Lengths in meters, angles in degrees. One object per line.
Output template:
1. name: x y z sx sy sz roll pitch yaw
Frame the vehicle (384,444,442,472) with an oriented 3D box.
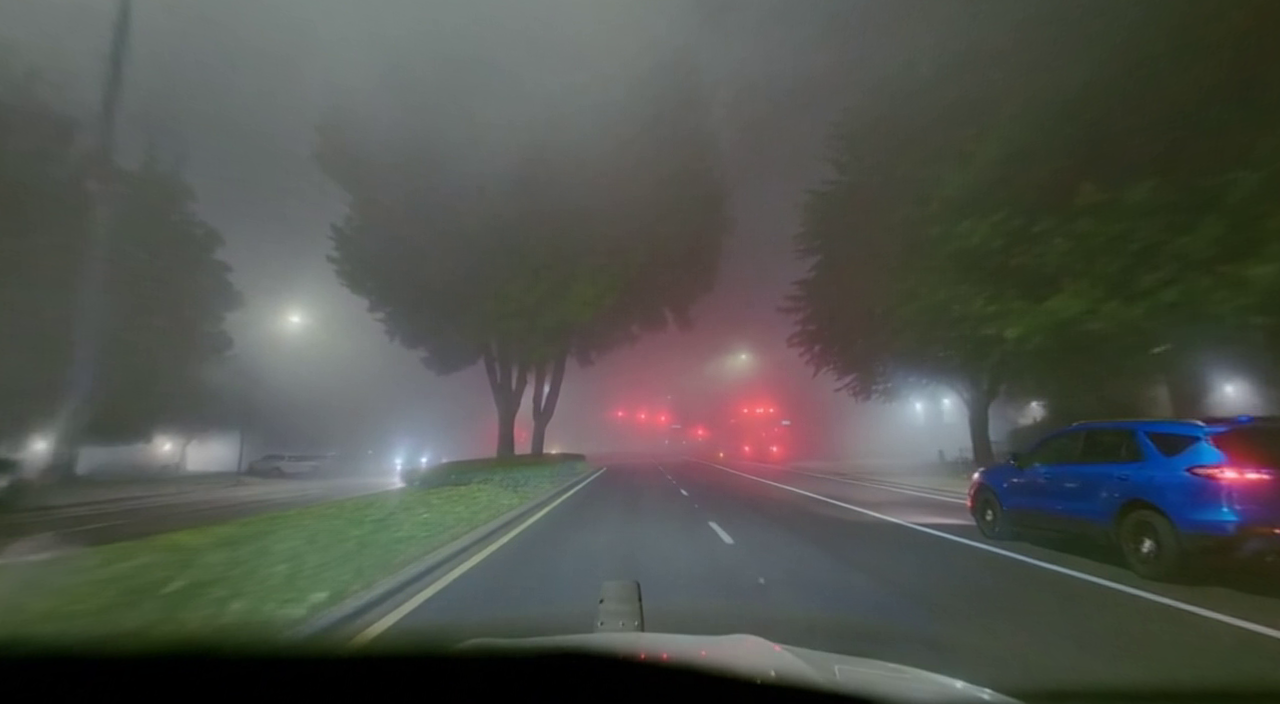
1. vehicle: -15.268 7.131 42.778 2.063 1.718 4.905 0 -8 0

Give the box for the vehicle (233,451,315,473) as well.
1. vehicle: -25.060 7.501 43.306 4.461 1.452 1.855 -1 -8 3

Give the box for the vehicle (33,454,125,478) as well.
1. vehicle: -38.628 7.862 43.662 4.397 1.416 1.811 3 -10 -30

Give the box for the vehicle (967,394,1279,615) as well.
1. vehicle: 6.076 1.548 7.347 2.012 1.754 4.635 0 -8 0

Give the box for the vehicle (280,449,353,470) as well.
1. vehicle: -24.727 8.226 48.416 4.499 1.507 1.978 0 -8 0
